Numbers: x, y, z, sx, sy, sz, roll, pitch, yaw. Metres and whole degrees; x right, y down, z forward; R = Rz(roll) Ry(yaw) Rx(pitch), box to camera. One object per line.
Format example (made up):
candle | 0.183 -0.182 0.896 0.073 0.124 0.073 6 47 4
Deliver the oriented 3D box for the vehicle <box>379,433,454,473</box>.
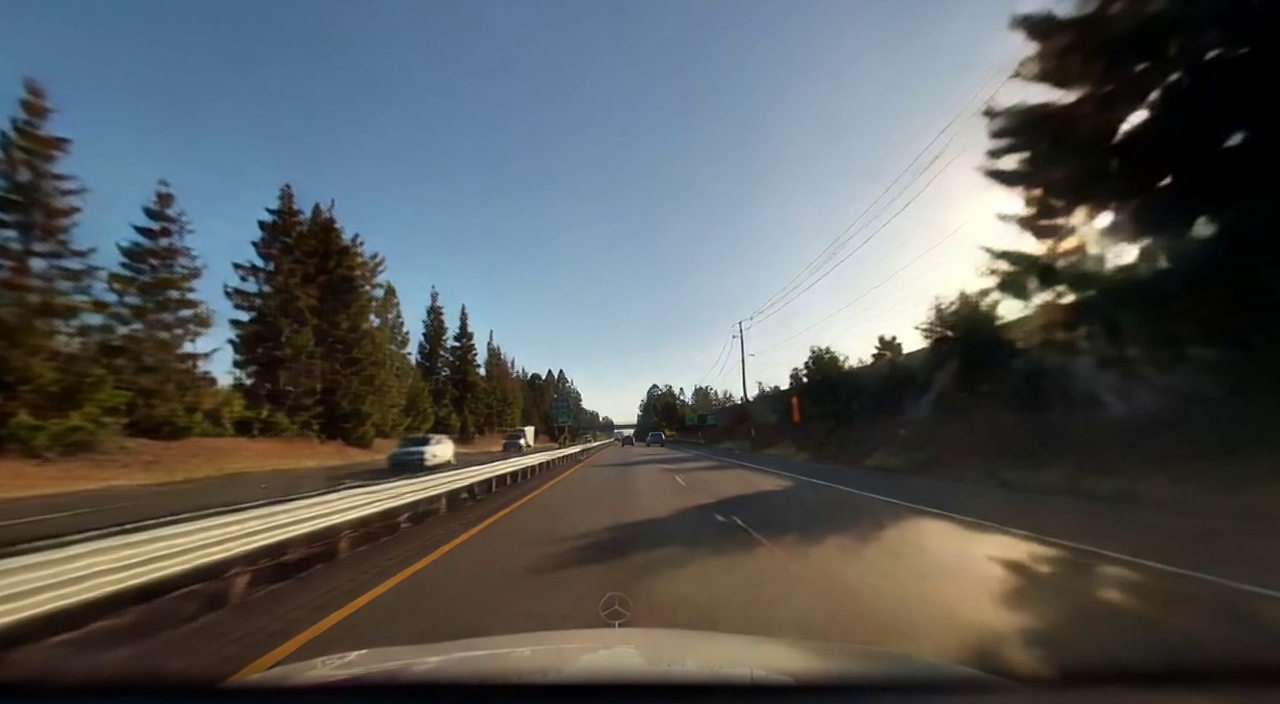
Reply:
vehicle | -9.749 4.411 27.858 1.865 1.622 4.311 1 -8 -2
